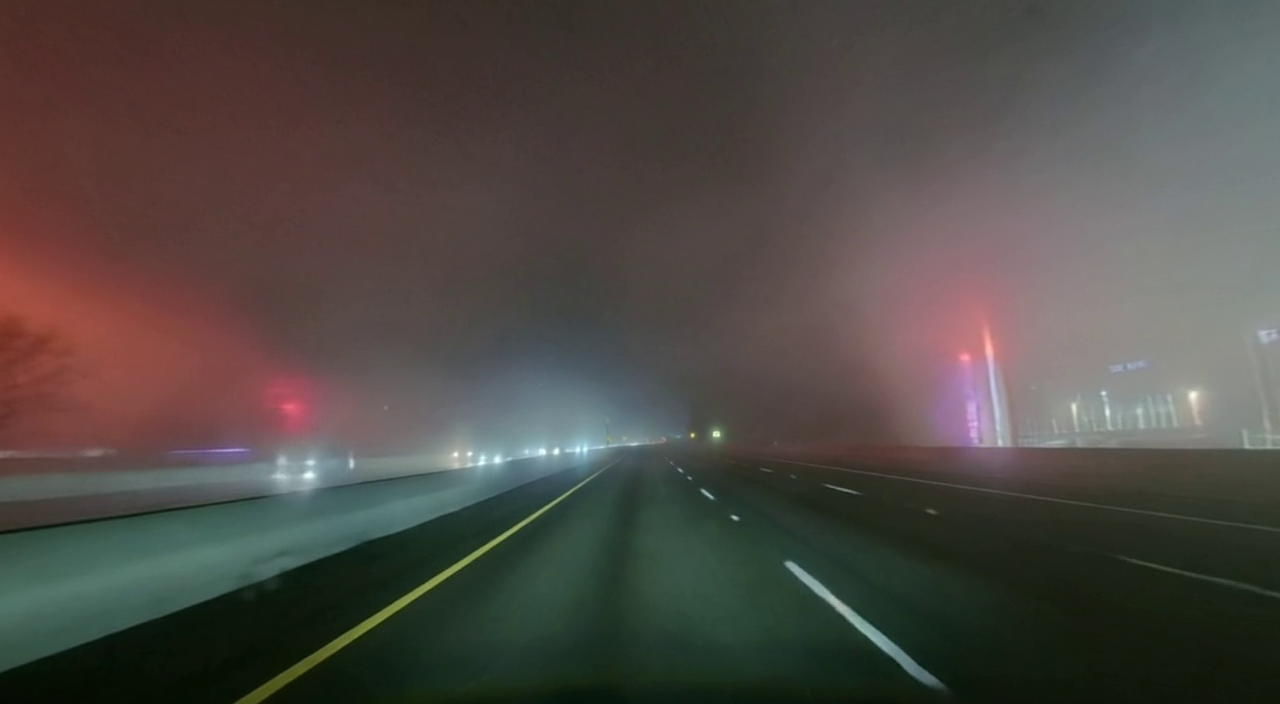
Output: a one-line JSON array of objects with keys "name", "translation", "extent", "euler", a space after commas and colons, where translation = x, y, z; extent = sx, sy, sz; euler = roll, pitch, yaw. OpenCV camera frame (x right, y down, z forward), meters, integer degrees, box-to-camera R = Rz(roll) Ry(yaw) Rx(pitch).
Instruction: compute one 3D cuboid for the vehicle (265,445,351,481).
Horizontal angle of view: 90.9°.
[{"name": "vehicle", "translation": [-19.106, 6.377, 36.662], "extent": [2.278, 1.932, 5.143], "euler": [0, -8, -1]}]
